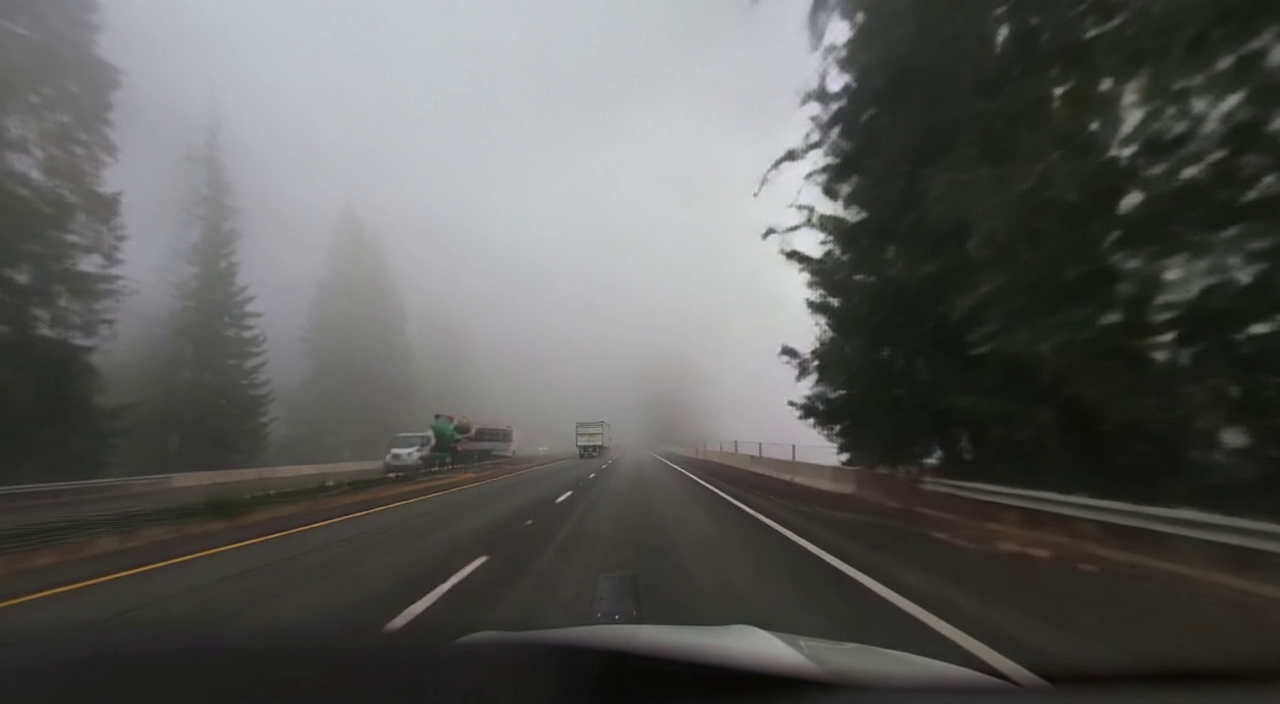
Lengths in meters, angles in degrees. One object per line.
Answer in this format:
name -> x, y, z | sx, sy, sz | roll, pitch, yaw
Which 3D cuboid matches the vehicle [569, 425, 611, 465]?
vehicle -> -3.470, 6.642, 44.942 | 2.484, 2.625, 5.907 | 0, -8, 0
